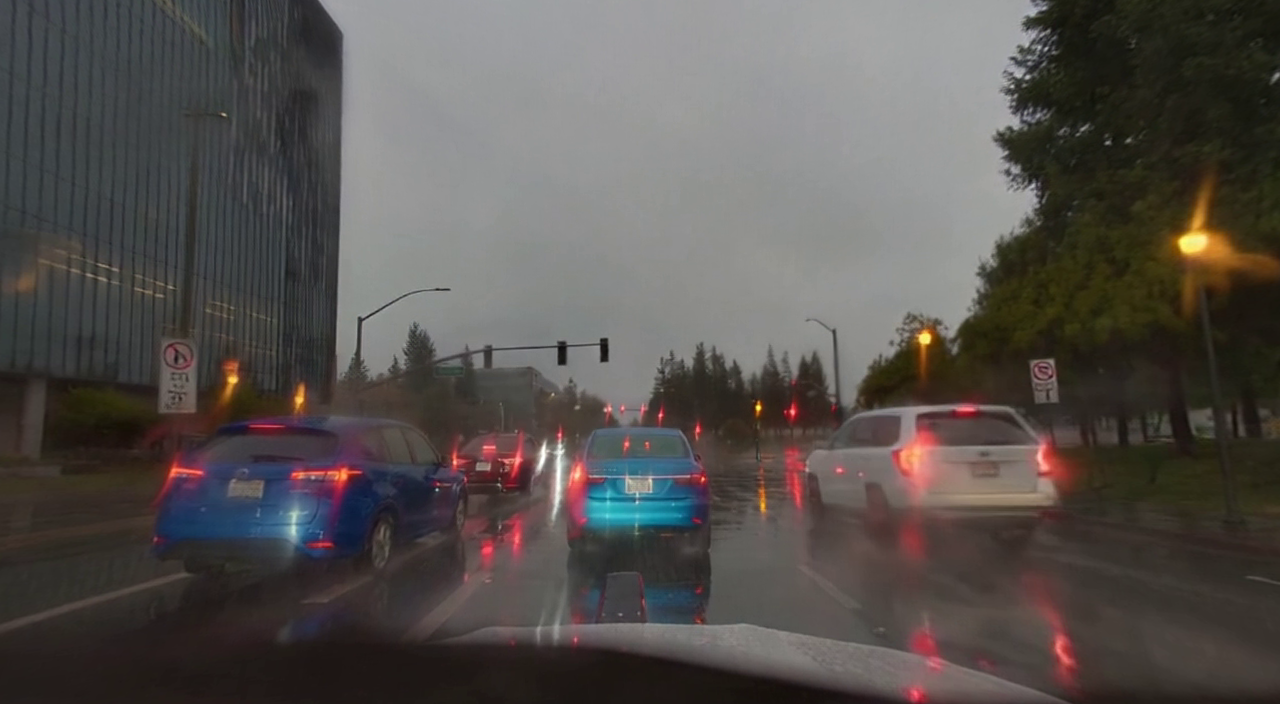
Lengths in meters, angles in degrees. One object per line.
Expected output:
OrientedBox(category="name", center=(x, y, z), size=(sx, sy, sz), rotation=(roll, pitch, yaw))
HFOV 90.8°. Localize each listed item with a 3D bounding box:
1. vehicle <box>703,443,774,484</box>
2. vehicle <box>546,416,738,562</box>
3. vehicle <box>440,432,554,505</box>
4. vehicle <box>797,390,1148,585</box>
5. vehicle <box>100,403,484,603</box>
OrientedBox(category="vehicle", center=(3.728, 4.306, 24.758), size=(2.082, 1.445, 4.426), rotation=(0, -8, 0))
OrientedBox(category="vehicle", center=(-0.010, 1.885, 9.417), size=(2.207, 1.659, 4.155), rotation=(0, -8, -1))
OrientedBox(category="vehicle", center=(-3.618, 3.022, 16.827), size=(2.068, 1.678, 4.199), rotation=(0, -8, 0))
OrientedBox(category="vehicle", center=(3.694, 1.603, 8.279), size=(2.026, 1.819, 4.579), rotation=(0, -8, -1))
OrientedBox(category="vehicle", center=(-3.531, 1.613, 7.664), size=(2.083, 1.691, 4.398), rotation=(0, -8, 1))
